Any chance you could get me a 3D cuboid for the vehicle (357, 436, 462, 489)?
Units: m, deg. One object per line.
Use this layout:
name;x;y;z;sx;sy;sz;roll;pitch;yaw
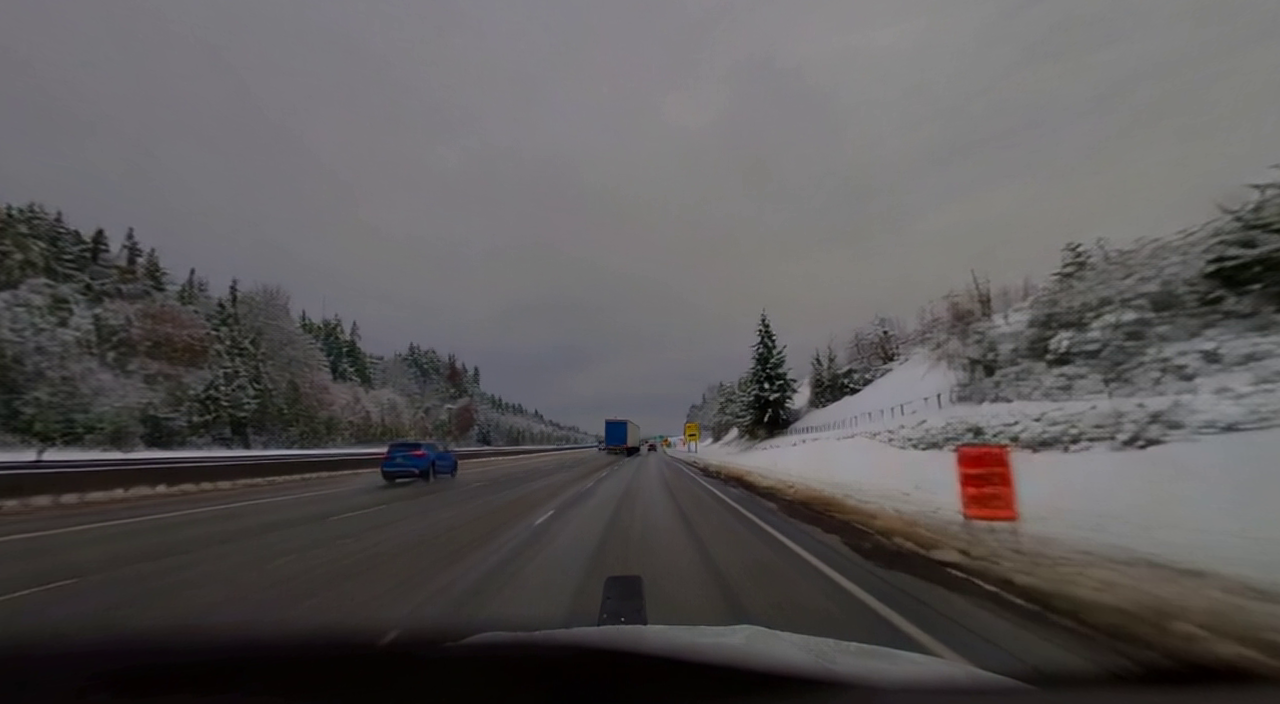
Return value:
vehicle;-7.446;3.631;20.860;1.893;1.566;4.051;0;-9;1
